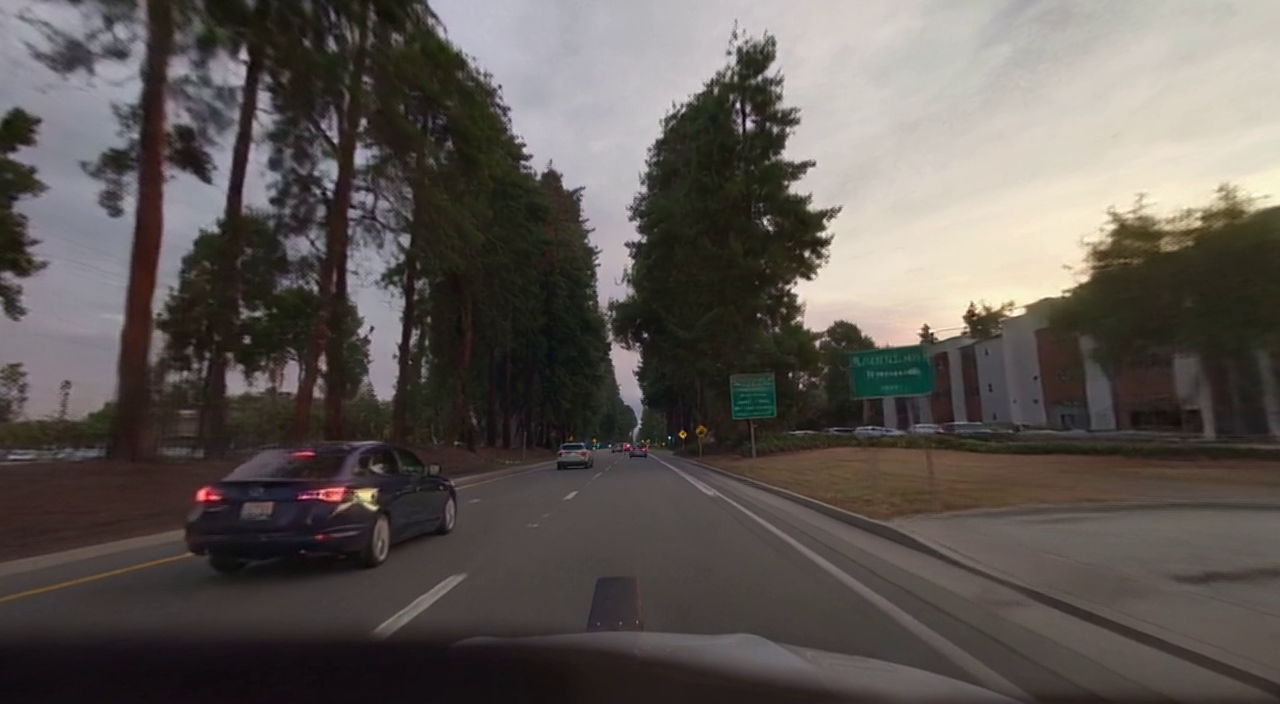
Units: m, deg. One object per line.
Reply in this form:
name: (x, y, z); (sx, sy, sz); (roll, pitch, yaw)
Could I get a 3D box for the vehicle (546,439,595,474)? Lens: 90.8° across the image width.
vehicle: (-3.355, 5.121, 31.285); (1.942, 1.588, 4.172); (0, -8, 1)

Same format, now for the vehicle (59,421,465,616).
vehicle: (-3.524, 1.611, 7.110); (1.862, 1.478, 4.369); (0, -8, 0)
